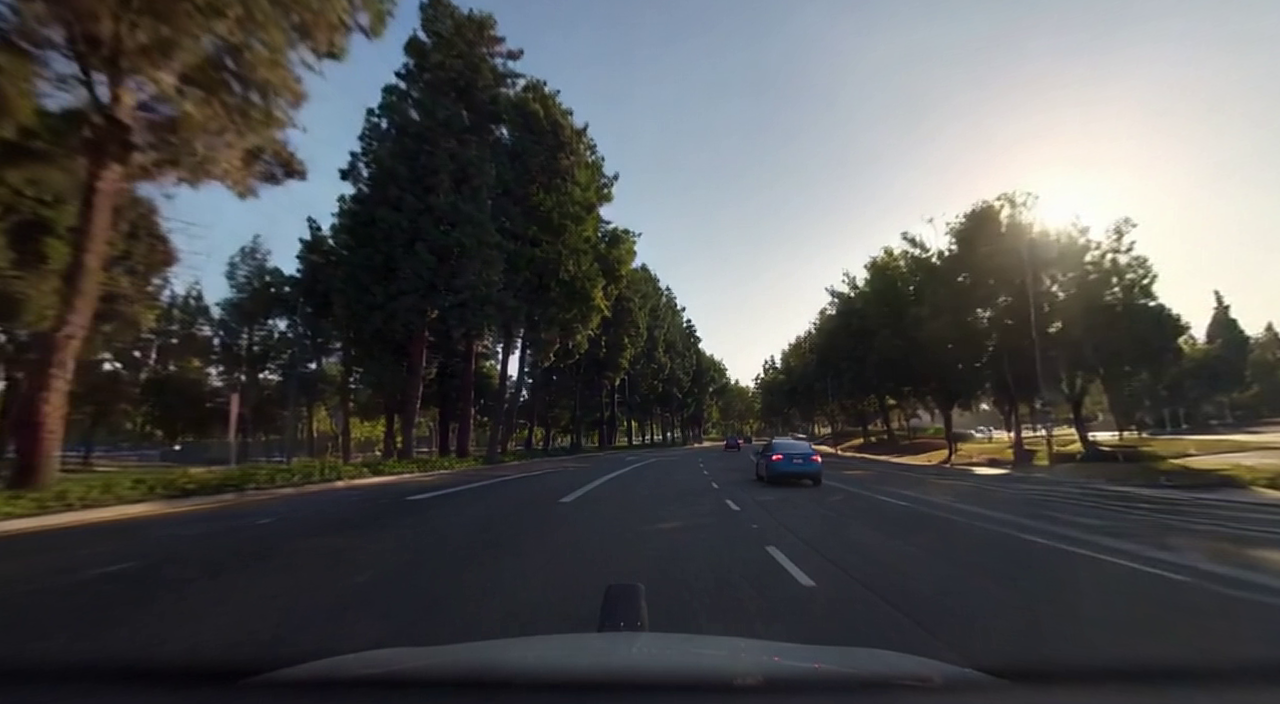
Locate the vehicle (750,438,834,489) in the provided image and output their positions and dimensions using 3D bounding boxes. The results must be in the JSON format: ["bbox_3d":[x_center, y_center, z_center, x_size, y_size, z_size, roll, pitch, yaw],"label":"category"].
[{"bbox_3d":[4.898,3.641,20.990,1.928,1.481,4.453,-1,-8,4],"label":"vehicle"}]
